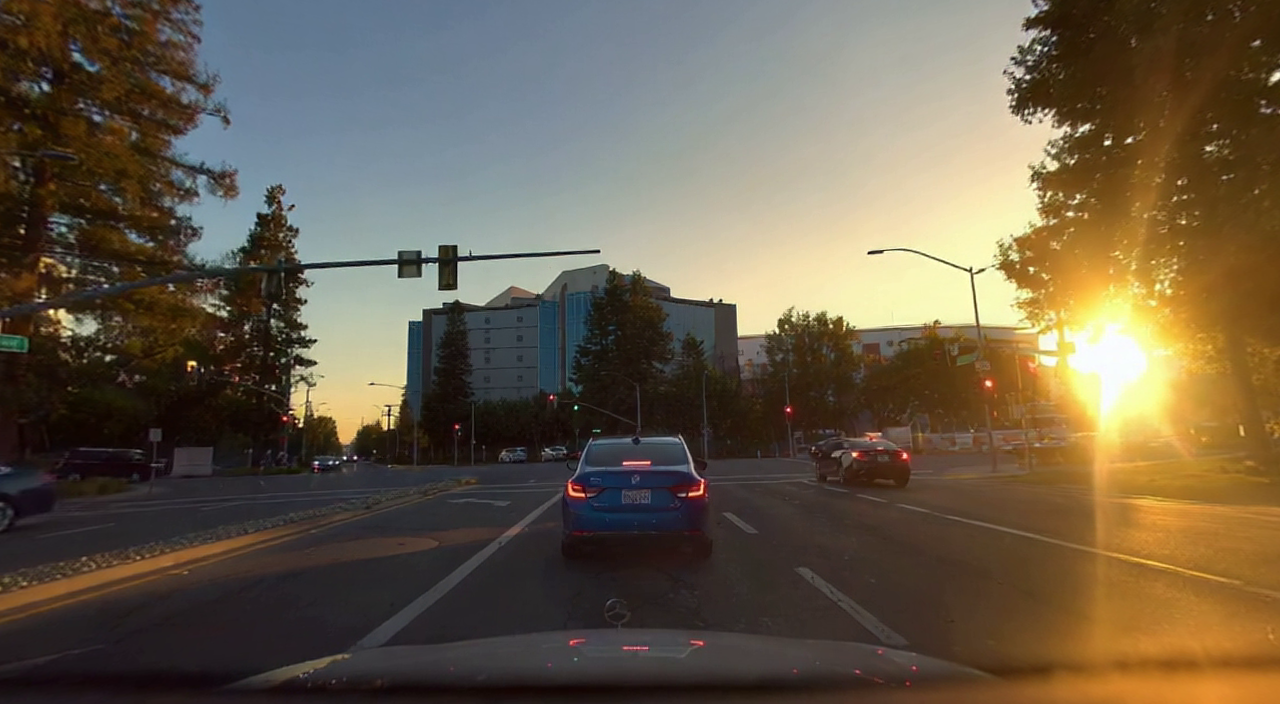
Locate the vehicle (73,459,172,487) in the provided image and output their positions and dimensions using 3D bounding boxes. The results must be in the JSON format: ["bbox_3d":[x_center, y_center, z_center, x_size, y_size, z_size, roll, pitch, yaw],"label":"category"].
[{"bbox_3d":[-32.399,7.551,39.637,4.401,1.625,1.863,0,-8,-4],"label":"vehicle"}]

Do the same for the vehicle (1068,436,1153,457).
[{"bbox_3d":[33.087,6.637,44.445,4.563,1.454,2.056,1,-9,-8],"label":"vehicle"}]

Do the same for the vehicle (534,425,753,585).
[{"bbox_3d":[-0.024,1.764,8.151,2.070,1.488,4.206,0,-8,-2],"label":"vehicle"}]

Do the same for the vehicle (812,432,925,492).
[{"bbox_3d":[7.054,3.440,20.068,2.039,1.692,4.319,0,-8,1],"label":"vehicle"}]
